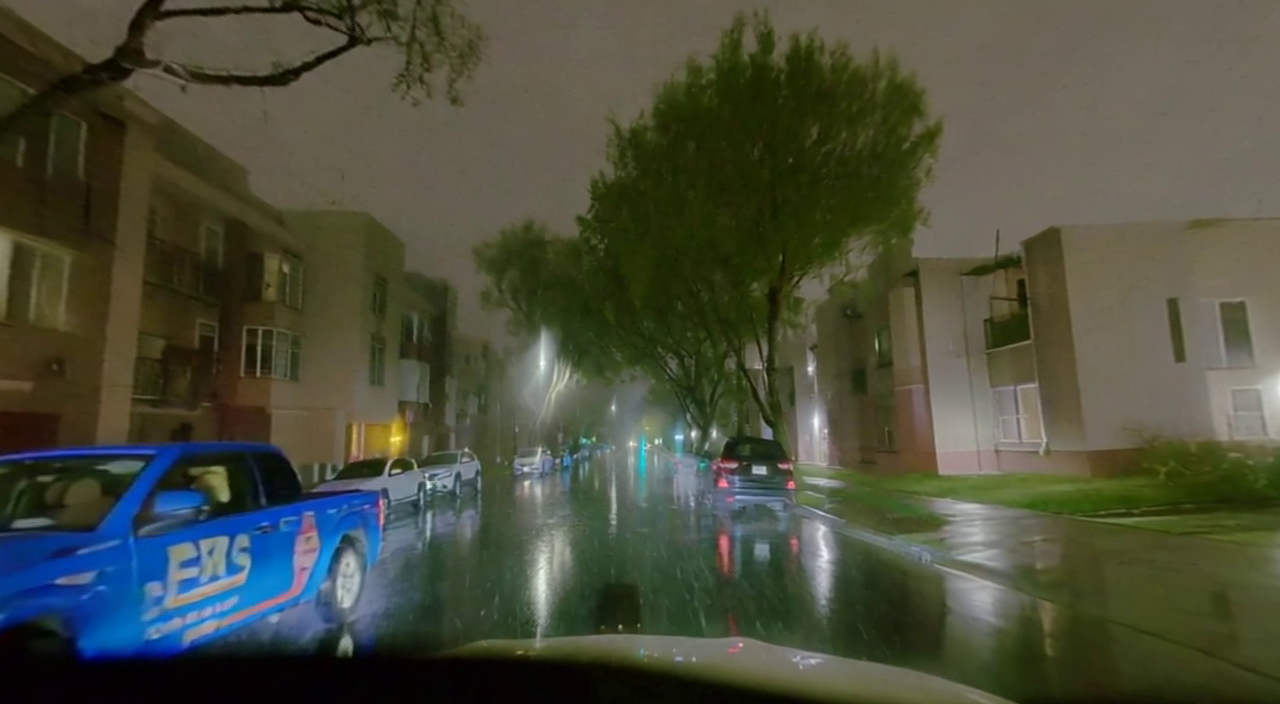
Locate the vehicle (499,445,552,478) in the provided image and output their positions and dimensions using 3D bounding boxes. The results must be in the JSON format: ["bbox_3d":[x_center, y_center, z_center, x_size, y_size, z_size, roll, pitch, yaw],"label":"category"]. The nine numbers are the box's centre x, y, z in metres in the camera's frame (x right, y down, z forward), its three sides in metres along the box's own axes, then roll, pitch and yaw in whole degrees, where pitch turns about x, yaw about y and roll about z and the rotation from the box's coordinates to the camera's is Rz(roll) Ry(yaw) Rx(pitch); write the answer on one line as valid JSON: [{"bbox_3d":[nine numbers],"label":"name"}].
[{"bbox_3d":[-6.115,5.870,34.138,1.959,1.490,4.361,0,-7,1],"label":"vehicle"}]

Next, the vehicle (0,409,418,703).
[{"bbox_3d":[-3.148,1.180,3.657,1.966,1.515,4.394,0,-8,2],"label":"vehicle"}]

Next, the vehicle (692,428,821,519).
[{"bbox_3d":[2.324,2.540,13.731,1.878,1.664,4.033,0,-8,-2],"label":"vehicle"}]
